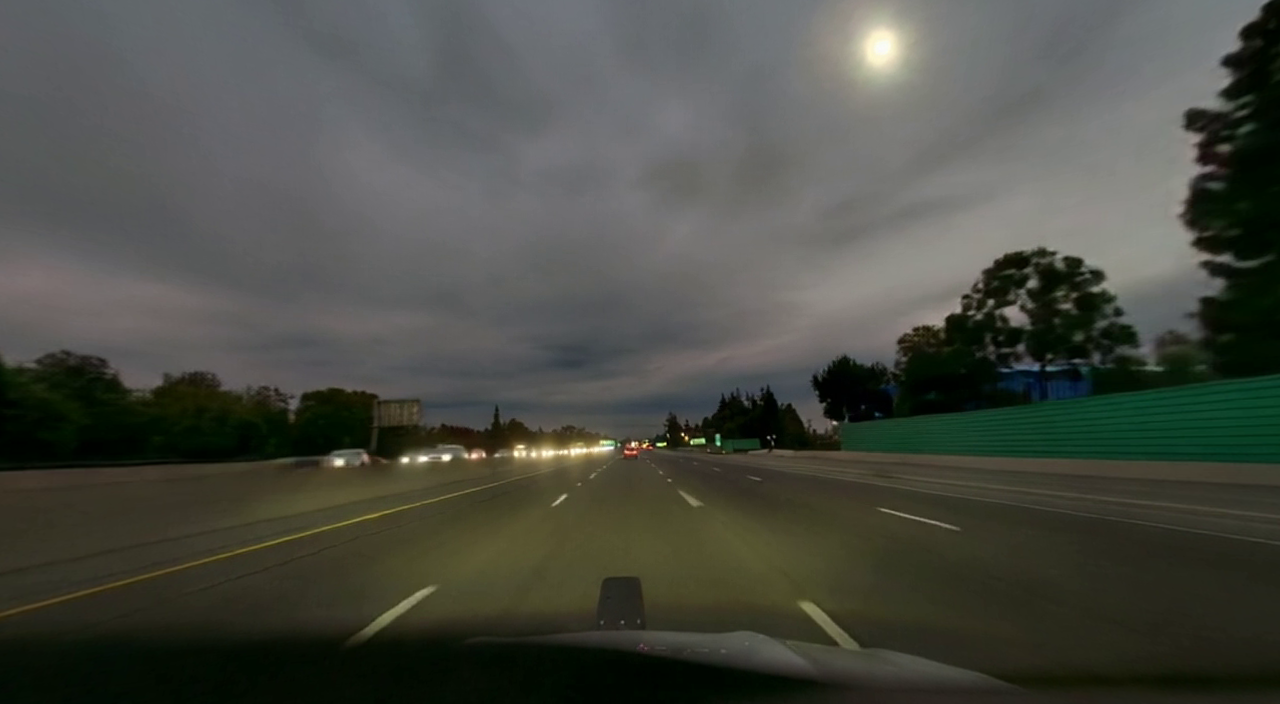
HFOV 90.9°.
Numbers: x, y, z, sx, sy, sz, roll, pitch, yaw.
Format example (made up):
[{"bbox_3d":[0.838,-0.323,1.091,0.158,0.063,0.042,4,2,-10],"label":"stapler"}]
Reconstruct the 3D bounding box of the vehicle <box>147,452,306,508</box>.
[{"bbox_3d":[-11.766,3.624,18.340,1.879,1.413,4.147,0,-9,-1],"label":"vehicle"}]

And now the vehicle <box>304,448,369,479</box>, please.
[{"bbox_3d":[-21.469,7.858,44.791,2.068,2.055,5.101,0,-9,0],"label":"vehicle"}]

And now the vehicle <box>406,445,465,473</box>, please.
[{"bbox_3d":[-12.104,6.385,37.706,1.947,1.533,4.756,0,-9,0],"label":"vehicle"}]
